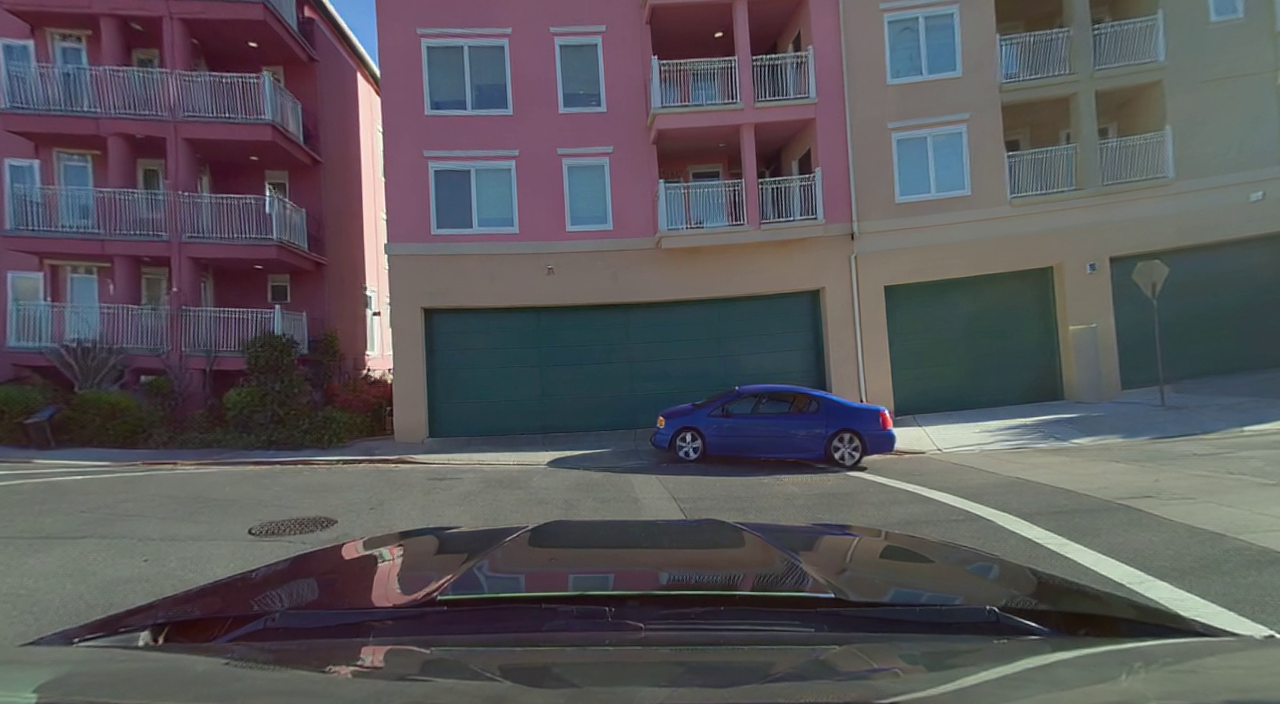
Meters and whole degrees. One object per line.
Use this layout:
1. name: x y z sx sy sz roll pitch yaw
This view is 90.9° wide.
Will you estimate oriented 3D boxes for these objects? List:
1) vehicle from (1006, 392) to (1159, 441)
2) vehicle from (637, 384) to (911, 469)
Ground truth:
1. vehicle: 15.815 2.351 22.713 3.905 1.475 2.057 -3 -8 -3
2. vehicle: 2.301 1.419 11.838 4.697 1.444 1.825 0 -8 -1
